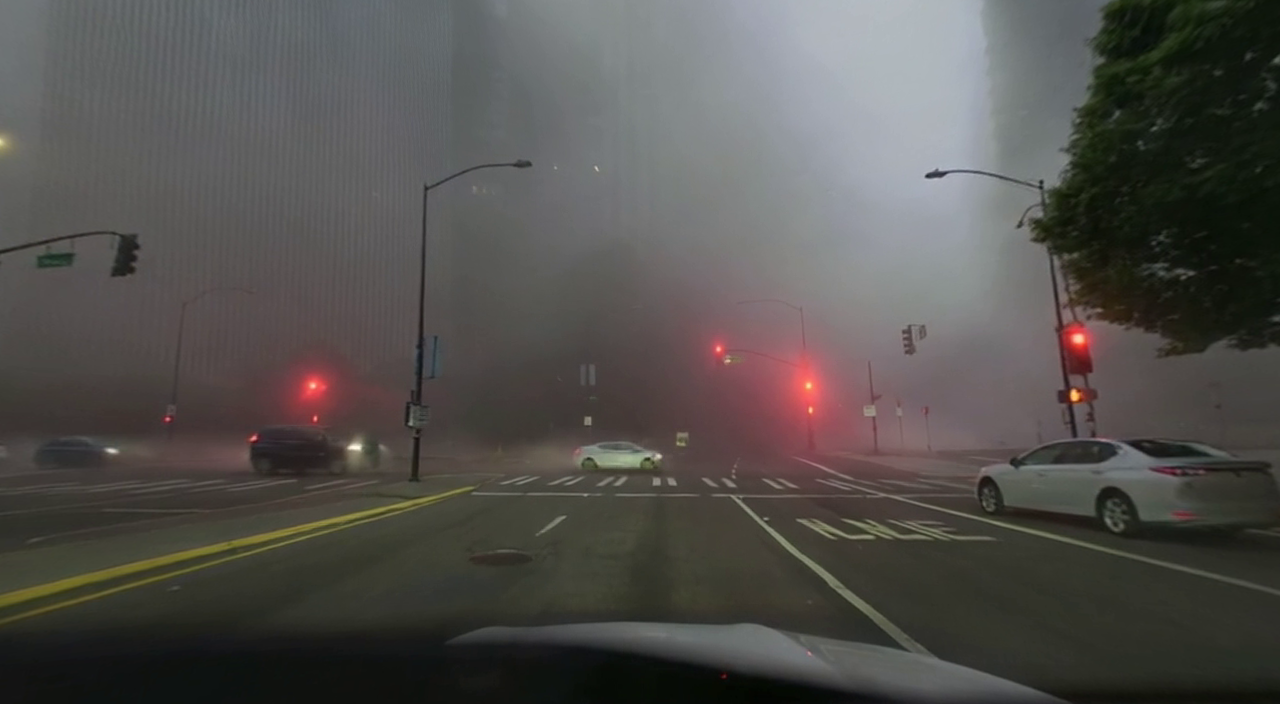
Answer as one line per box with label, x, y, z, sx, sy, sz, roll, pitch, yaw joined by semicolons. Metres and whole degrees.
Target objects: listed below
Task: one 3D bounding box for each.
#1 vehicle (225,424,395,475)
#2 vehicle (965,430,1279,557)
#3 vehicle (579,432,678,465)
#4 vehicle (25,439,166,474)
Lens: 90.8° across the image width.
vehicle;-13.260;3.946;25.721;5.659;1.967;2.149;0;-8;-3
vehicle;7.438;2.050;10.015;1.936;1.489;4.885;0;-8;0
vehicle;-0.569;4.524;29.740;4.503;1.475;1.789;0;-8;-3
vehicle;-24.315;4.663;28.352;4.482;1.492;1.805;0;-8;-3
